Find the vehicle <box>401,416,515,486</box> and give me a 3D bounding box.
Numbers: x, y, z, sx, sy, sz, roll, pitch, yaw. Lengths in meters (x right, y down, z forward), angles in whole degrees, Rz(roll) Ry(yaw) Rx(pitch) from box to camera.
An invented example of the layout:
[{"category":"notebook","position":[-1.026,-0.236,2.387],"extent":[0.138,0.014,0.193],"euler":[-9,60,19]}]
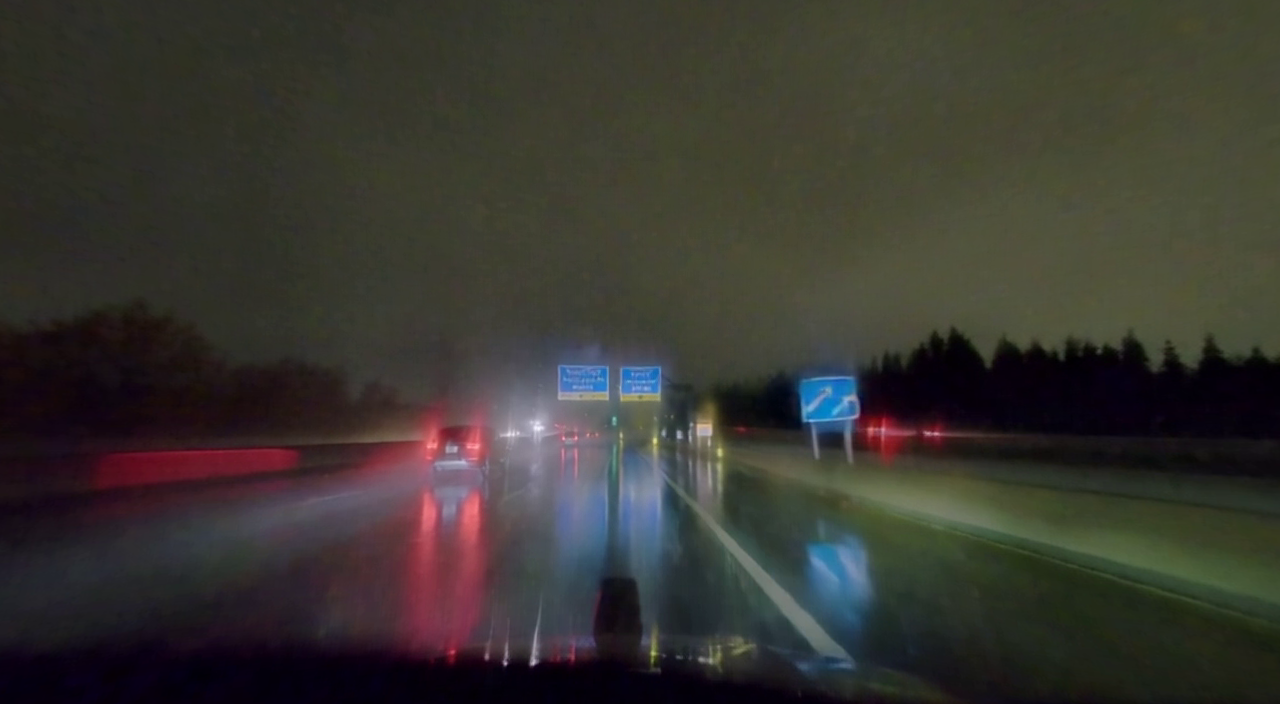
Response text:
[{"category":"vehicle","position":[-4.962,2.749,17.804],"extent":[2.007,1.727,4.040],"euler":[0,-8,0]}]
